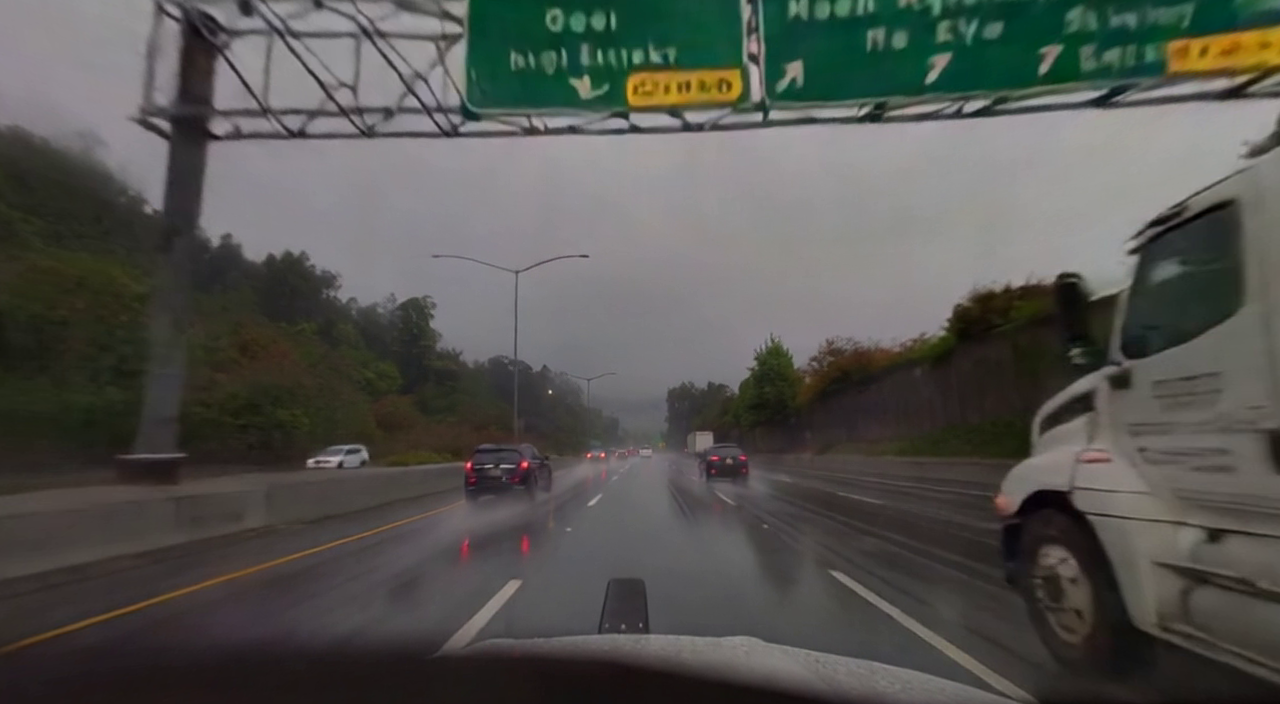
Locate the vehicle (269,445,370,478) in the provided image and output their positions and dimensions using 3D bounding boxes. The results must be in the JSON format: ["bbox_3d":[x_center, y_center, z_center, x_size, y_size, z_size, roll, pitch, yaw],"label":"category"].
[{"bbox_3d":[-23.352,8.003,46.710,2.721,2.129,9.070,0,-8,0],"label":"vehicle"}]

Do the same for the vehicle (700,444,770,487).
[{"bbox_3d":[3.495,4.251,24.081,2.040,1.461,4.822,-1,-8,1],"label":"vehicle"}]

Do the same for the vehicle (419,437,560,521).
[{"bbox_3d":[-3.243,2.836,14.785,1.974,1.589,5.047,-1,-8,1],"label":"vehicle"}]

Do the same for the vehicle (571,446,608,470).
[{"bbox_3d":[-3.351,7.168,42.846,2.099,1.494,4.504,0,-8,1],"label":"vehicle"}]
